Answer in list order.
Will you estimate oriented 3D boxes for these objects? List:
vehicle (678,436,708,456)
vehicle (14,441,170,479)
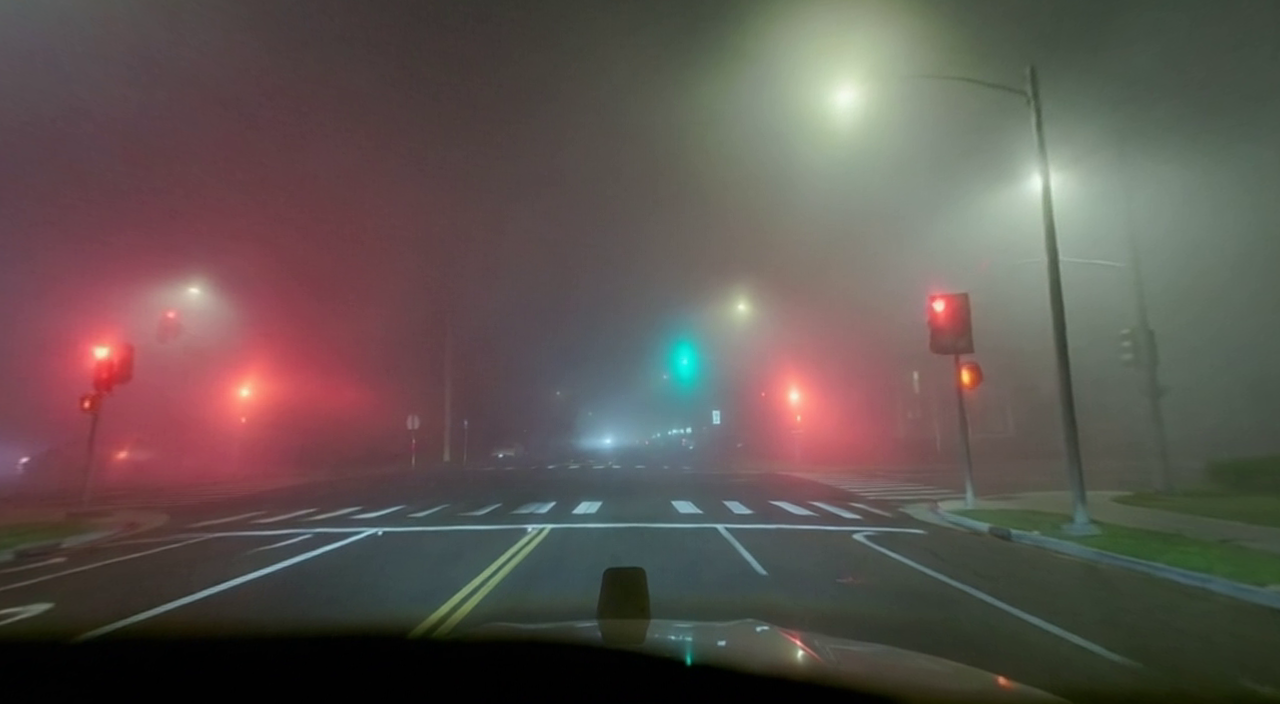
[{"bbox_3d":[4.110,7.430,49.676,1.987,1.466,4.389,0,-8,0],"label":"vehicle"},{"bbox_3d":[-22.582,4.442,26.097,4.606,1.452,1.917,0,-8,-1],"label":"vehicle"}]
